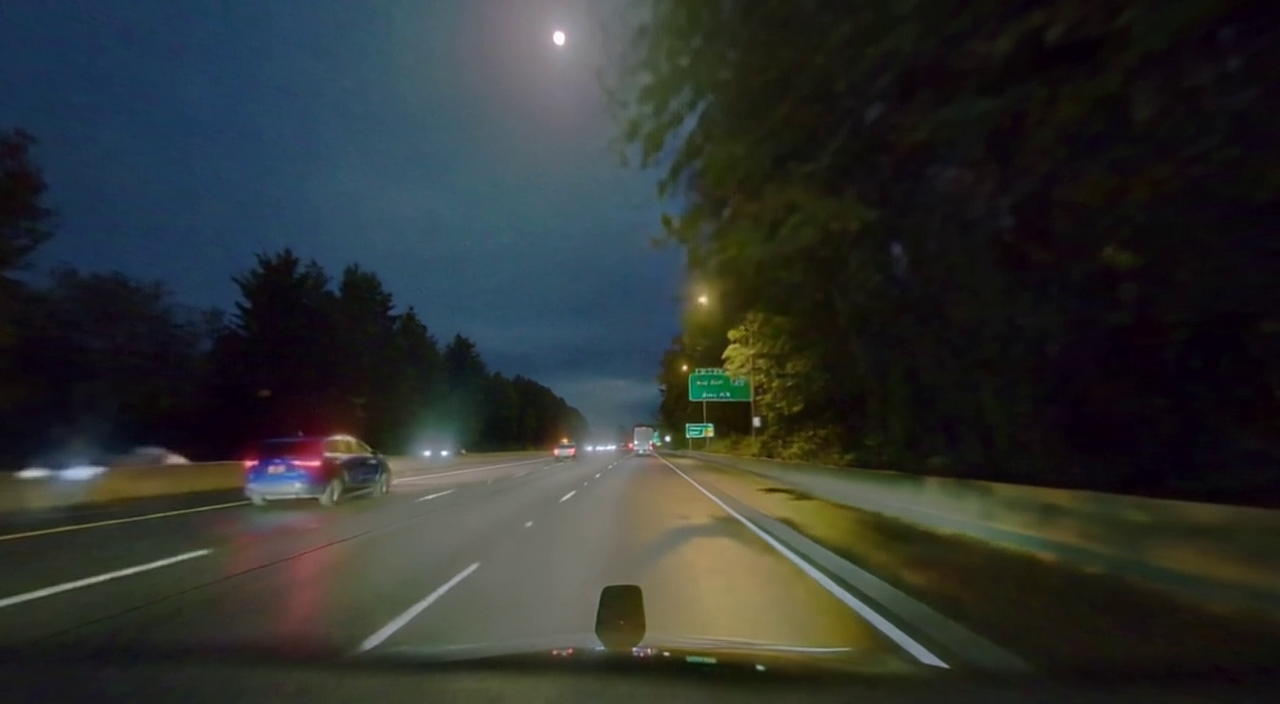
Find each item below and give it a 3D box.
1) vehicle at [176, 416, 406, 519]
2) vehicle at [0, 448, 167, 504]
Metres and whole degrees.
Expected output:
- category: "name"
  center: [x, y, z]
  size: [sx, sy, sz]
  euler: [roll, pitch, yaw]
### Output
- category: "vehicle"
  center: [-7.103, 2.409, 13.604]
  size: [2.253, 1.815, 4.618]
  euler: [0, -9, 1]
- category: "vehicle"
  center: [-17.710, 3.805, 19.794]
  size: [2.002, 1.515, 4.650]
  euler: [0, -9, 1]
